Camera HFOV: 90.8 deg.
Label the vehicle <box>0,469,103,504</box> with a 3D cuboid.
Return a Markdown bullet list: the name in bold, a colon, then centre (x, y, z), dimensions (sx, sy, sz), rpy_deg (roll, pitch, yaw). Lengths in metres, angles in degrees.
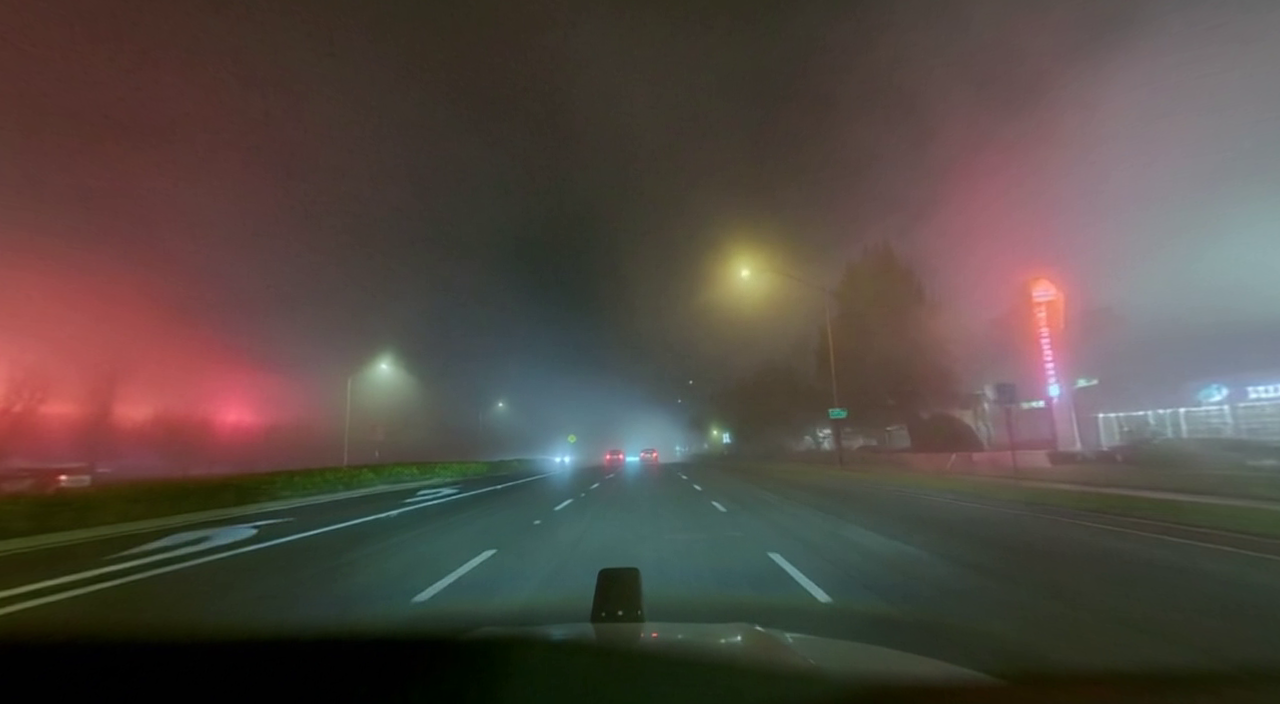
- **vehicle**: centre (-28.952, 6.469, 30.685), dimensions (1.882, 1.401, 4.476), rpy_deg (0, -9, -2)
